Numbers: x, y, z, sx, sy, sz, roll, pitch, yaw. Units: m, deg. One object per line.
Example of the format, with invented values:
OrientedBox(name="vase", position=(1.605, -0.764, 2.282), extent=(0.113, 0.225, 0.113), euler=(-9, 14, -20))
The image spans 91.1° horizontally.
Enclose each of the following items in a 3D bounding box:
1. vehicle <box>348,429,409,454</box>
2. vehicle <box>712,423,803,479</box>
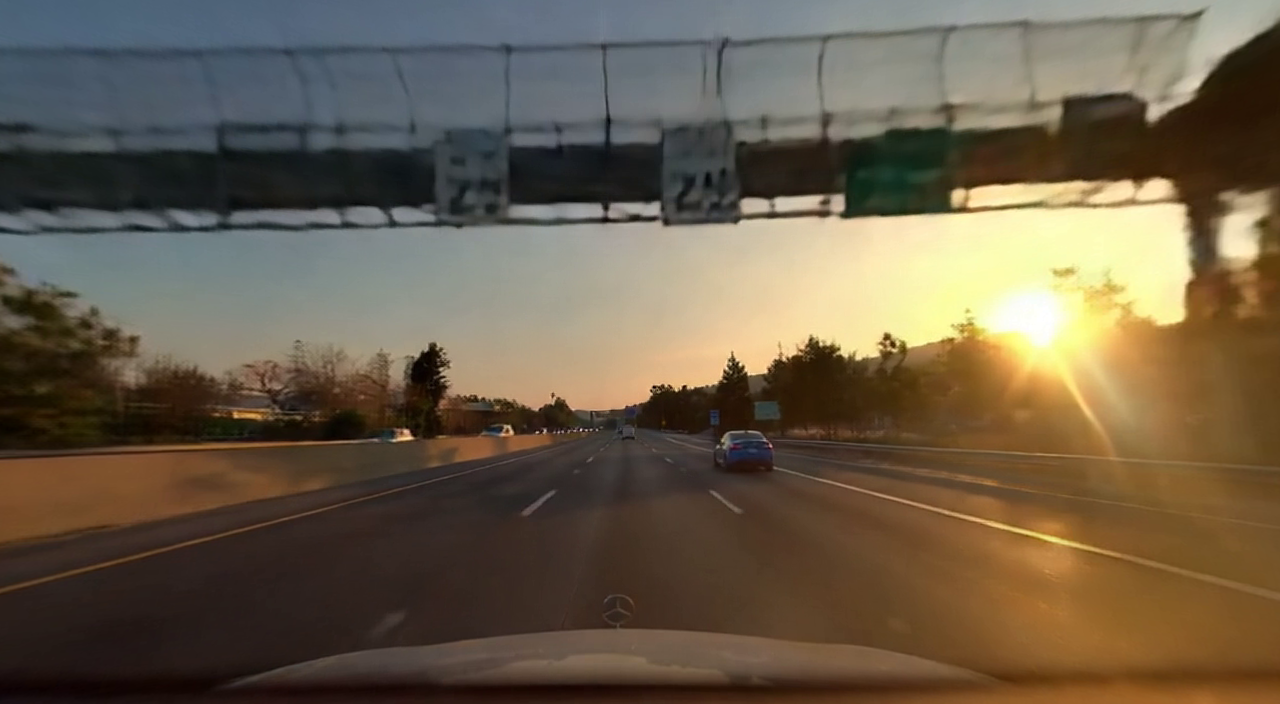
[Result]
OrientedBox(name="vehicle", position=(-16.578, 5.679, 40.067), extent=(1.897, 1.522, 4.765), euler=(0, -8, -1))
OrientedBox(name="vehicle", position=(3.581, 3.096, 19.915), extent=(1.973, 1.563, 3.959), euler=(1, -8, -2))
